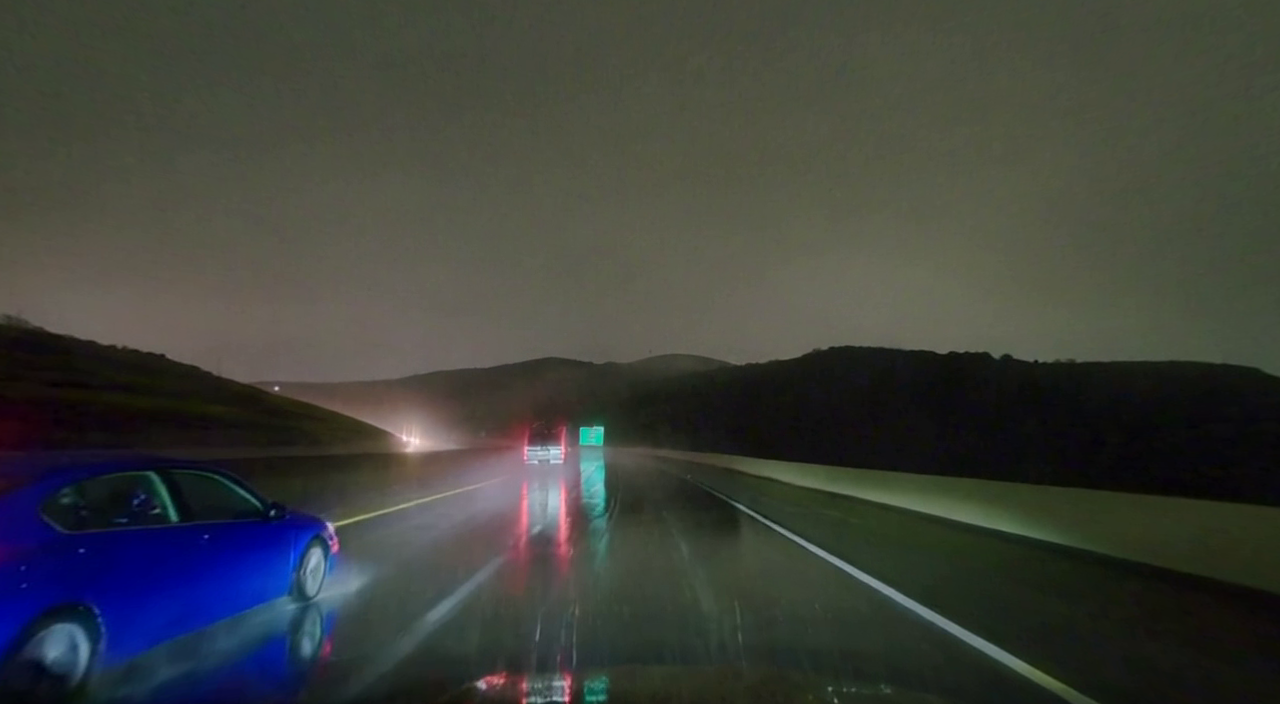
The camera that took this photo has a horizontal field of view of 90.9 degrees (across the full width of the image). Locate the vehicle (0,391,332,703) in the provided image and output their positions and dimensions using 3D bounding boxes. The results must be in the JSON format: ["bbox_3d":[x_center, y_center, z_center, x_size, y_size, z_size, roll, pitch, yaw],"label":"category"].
[{"bbox_3d":[-4.133,1.067,3.850,2.097,1.511,4.585,0,-8,1],"label":"vehicle"}]

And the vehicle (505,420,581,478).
[{"bbox_3d":[-3.977,4.147,27.014,2.444,2.204,5.568,0,-8,-1],"label":"vehicle"}]
